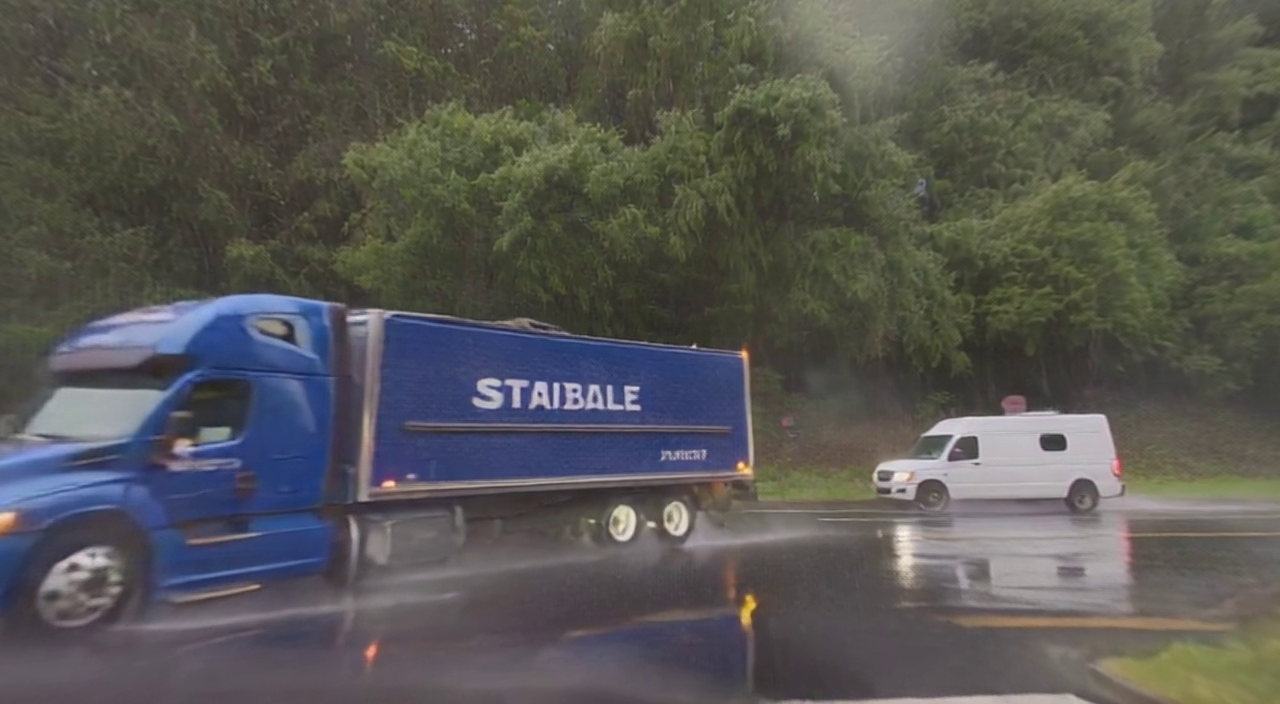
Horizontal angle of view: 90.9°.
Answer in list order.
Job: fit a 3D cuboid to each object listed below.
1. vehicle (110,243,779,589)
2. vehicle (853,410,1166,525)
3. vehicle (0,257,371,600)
[{"bbox_3d":[-2.153,1.191,10.509,9.765,3.622,2.740,6,-11,-35],"label":"vehicle"},{"bbox_3d":[8.443,2.659,14.850,5.923,2.424,2.247,0,-9,-4],"label":"vehicle"},{"bbox_3d":[-6.100,0.944,7.558,4.552,3.175,2.847,6,-11,-37],"label":"vehicle"}]
